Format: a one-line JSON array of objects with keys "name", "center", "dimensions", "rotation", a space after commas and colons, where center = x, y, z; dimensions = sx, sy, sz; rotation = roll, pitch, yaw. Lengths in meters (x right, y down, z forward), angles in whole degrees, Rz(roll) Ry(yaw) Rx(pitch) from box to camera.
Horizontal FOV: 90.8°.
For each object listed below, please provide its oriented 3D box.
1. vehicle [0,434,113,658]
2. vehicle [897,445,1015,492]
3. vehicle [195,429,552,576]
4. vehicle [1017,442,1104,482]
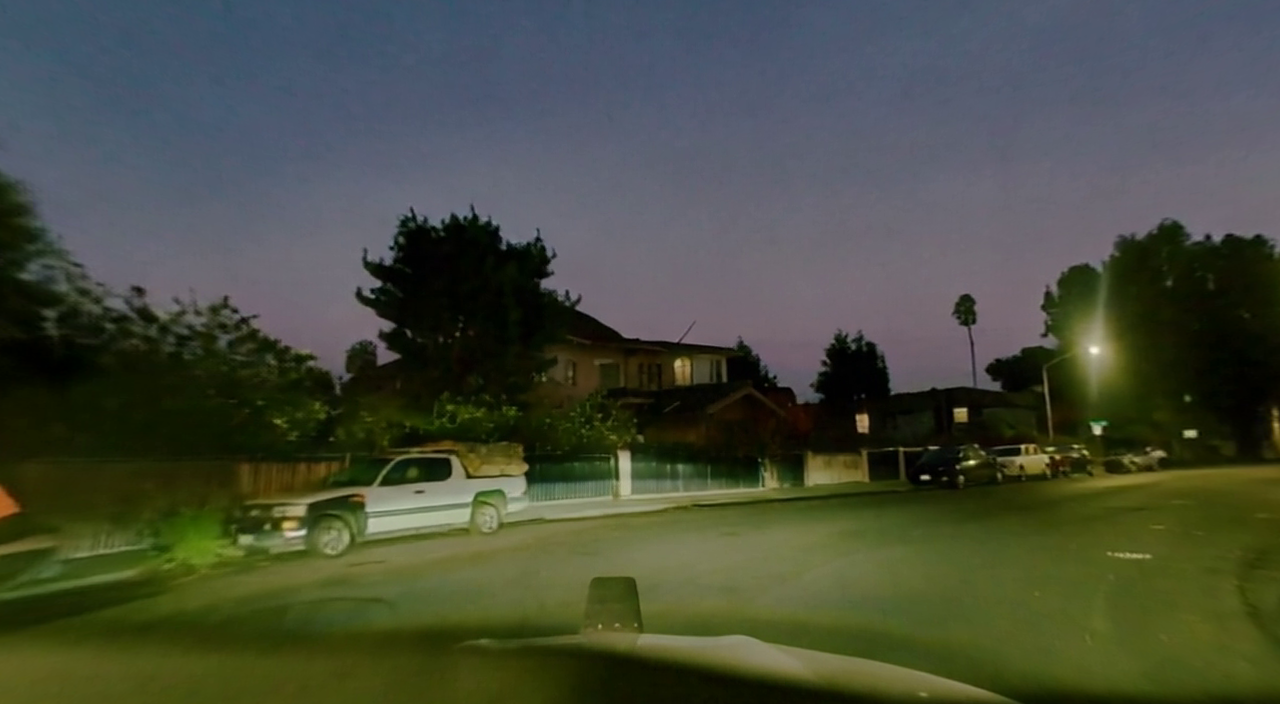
[{"name": "vehicle", "center": [-5.370, 1.081, 2.750], "dimensions": [1.943, 1.475, 4.701], "rotation": [-4, -10, 3]}, {"name": "vehicle", "center": [11.263, 4.043, 22.379], "dimensions": [4.731, 1.478, 1.930], "rotation": [7, -11, -40]}, {"name": "vehicle", "center": [-3.493, 1.955, 9.121], "dimensions": [2.082, 1.547, 4.217], "rotation": [-6, -10, 34]}, {"name": "vehicle", "center": [19.273, 4.968, 28.903], "dimensions": [4.221, 1.673, 1.918], "rotation": [6, -11, -38]}]
